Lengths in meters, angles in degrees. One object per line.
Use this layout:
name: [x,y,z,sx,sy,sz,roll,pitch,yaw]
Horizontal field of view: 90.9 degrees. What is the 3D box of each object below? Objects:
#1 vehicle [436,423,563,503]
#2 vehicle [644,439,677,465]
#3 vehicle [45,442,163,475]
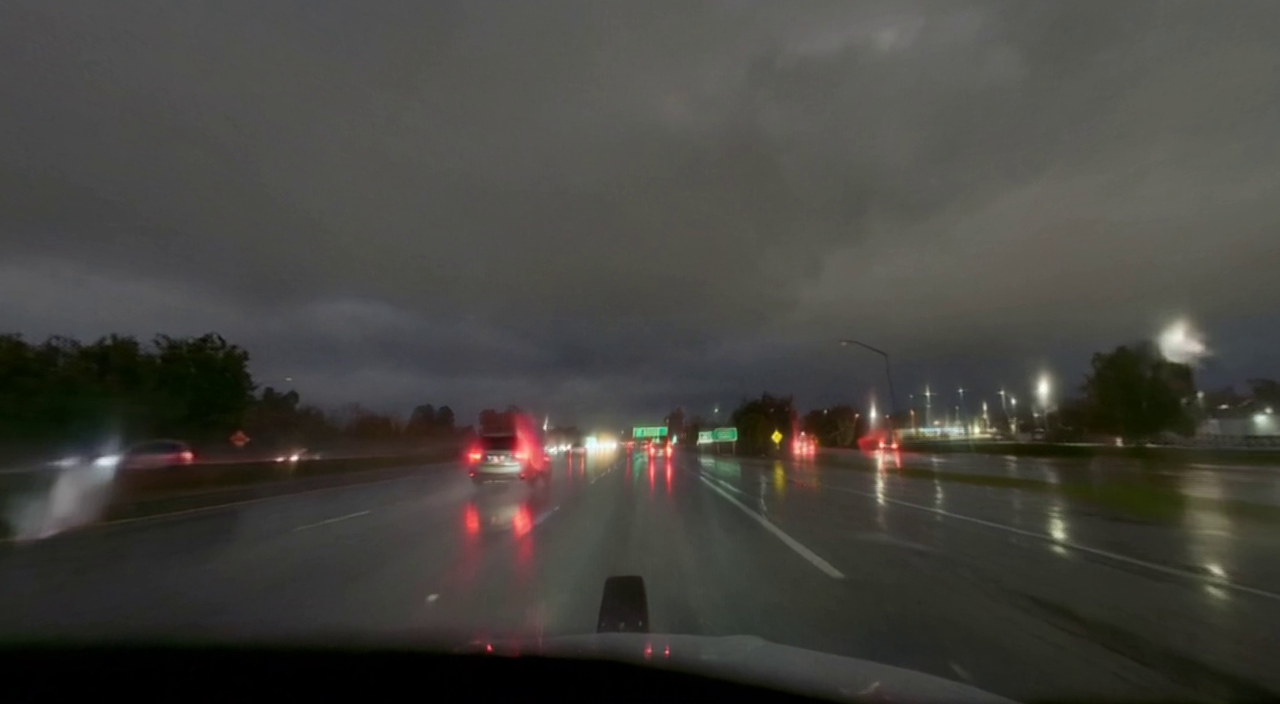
vehicle: [-3.430,2.828,16.411,2.214,1.759,4.435,-1,-8,1]
vehicle: [1.307,6.435,40.789,2.023,1.589,4.030,-1,-8,1]
vehicle: [-26.282,5.214,31.155,1.857,1.493,4.452,-1,-9,0]
